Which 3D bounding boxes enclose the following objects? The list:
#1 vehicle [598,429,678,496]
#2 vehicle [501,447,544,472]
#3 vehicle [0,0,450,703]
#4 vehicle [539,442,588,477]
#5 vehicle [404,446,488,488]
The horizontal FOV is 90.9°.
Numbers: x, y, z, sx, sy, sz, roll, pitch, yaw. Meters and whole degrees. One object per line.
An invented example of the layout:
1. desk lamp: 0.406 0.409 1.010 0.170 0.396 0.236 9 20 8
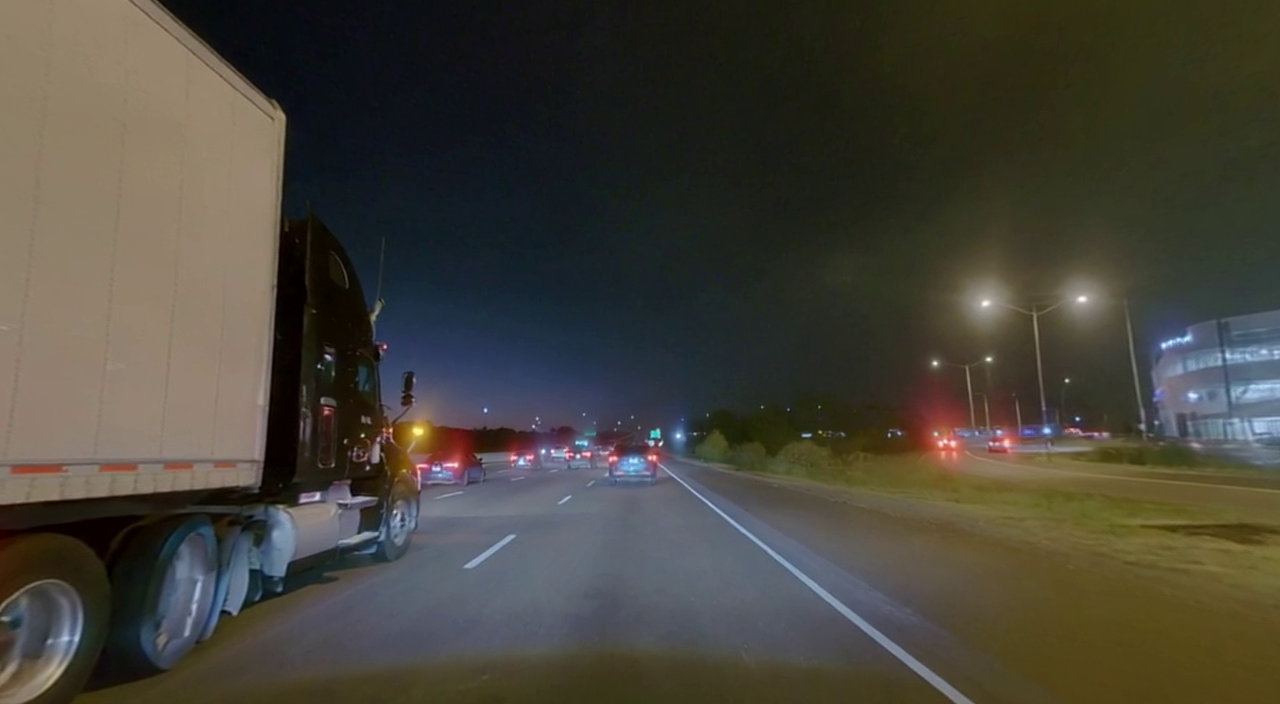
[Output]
1. vehicle: -0.014 3.289 19.016 2.152 1.779 3.924 0 -9 1
2. vehicle: -7.399 6.753 39.967 1.869 1.466 4.217 0 -9 1
3. vehicle: -3.790 -0.180 3.048 2.990 3.885 8.540 0 -9 0
4. vehicle: -3.765 5.395 31.861 1.952 1.649 4.131 0 -9 0
5. vehicle: -7.416 4.394 24.524 1.864 1.458 4.295 0 -9 0
